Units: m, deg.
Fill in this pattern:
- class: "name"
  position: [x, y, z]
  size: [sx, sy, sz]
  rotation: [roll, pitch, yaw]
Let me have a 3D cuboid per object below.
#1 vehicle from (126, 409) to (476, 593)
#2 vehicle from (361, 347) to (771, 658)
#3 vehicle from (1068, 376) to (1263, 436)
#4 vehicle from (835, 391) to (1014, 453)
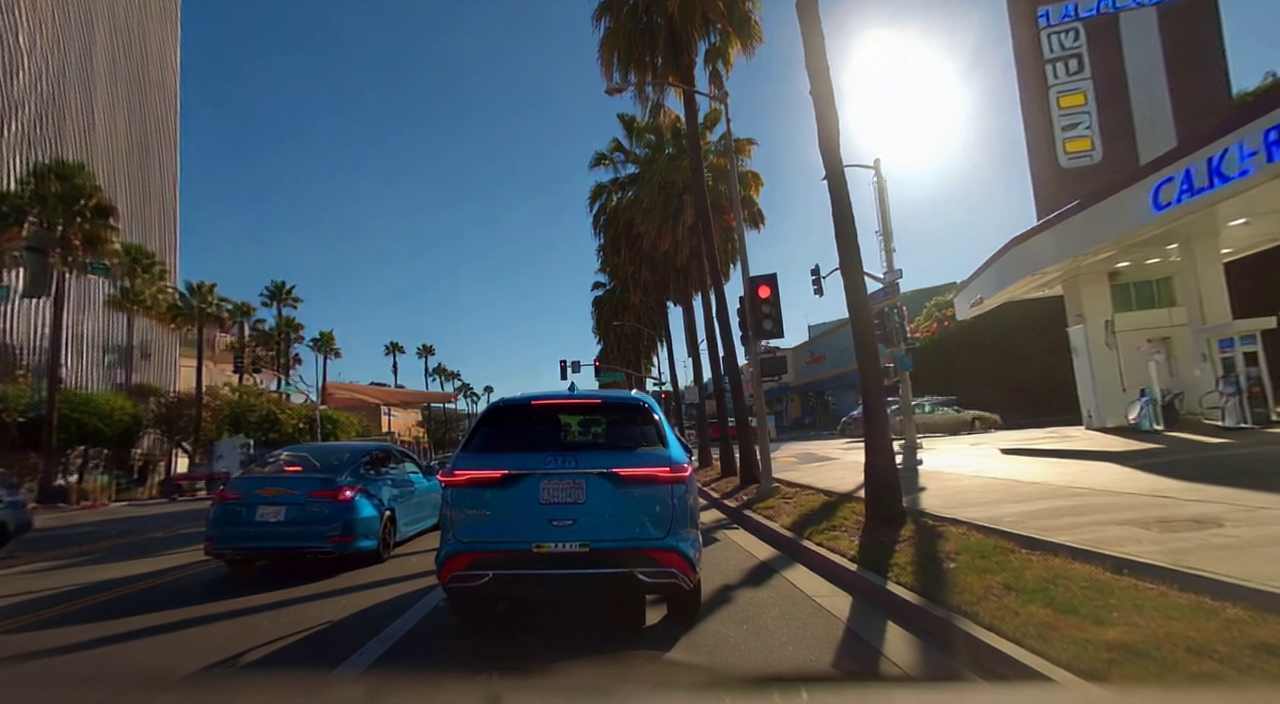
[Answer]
- class: "vehicle"
  position: [-3.819, 1.756, 8.487]
  size: [2.097, 1.692, 5.030]
  rotation: [0, -8, -3]
- class: "vehicle"
  position: [-0.548, 1.269, 6.421]
  size: [2.519, 1.913, 4.819]
  rotation: [0, -8, -3]
- class: "vehicle"
  position: [18.775, 1.979, 22.790]
  size: [5.033, 1.999, 2.259]
  rotation: [0, -8, -3]
- class: "vehicle"
  position: [9.986, 2.501, 22.459]
  size: [5.307, 2.076, 2.122]
  rotation: [0, -8, -4]
